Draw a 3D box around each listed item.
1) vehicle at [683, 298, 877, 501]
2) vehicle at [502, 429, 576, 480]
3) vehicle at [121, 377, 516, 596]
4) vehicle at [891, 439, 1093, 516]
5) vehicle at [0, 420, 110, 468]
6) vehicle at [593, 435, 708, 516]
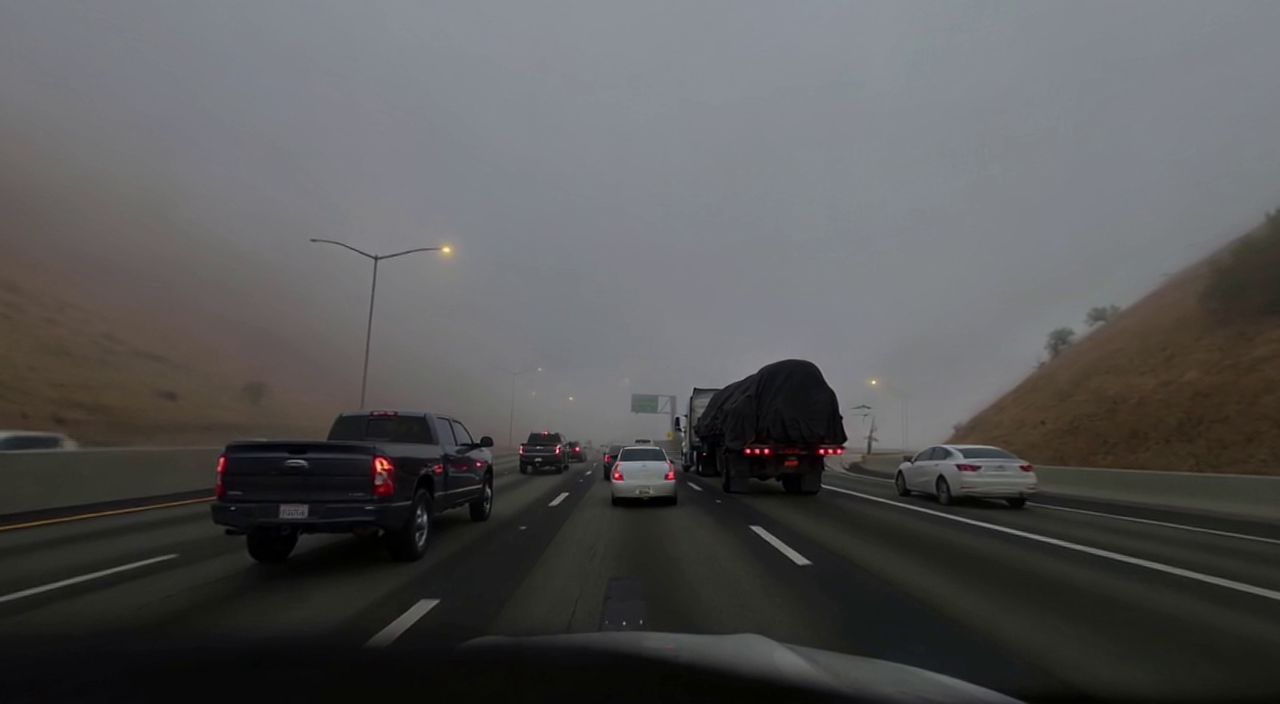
[{"bbox_3d":[3.170,1.698,18.186,2.759,4.098,10.906,0,-8,-2],"label":"vehicle"},{"bbox_3d":[-3.895,4.063,25.302,2.348,1.821,5.061,0,-8,-2],"label":"vehicle"},{"bbox_3d":[-3.334,1.557,8.256,2.318,1.902,5.374,0,-8,0],"label":"vehicle"},{"bbox_3d":[7.743,2.762,14.480,2.092,1.495,4.194,0,-8,-2],"label":"vehicle"},{"bbox_3d":[-22.124,3.322,22.687,1.953,1.555,4.995,0,-8,-3],"label":"vehicle"},{"bbox_3d":[0.144,2.573,13.645,2.105,1.471,3.978,0,-8,-2],"label":"vehicle"}]
